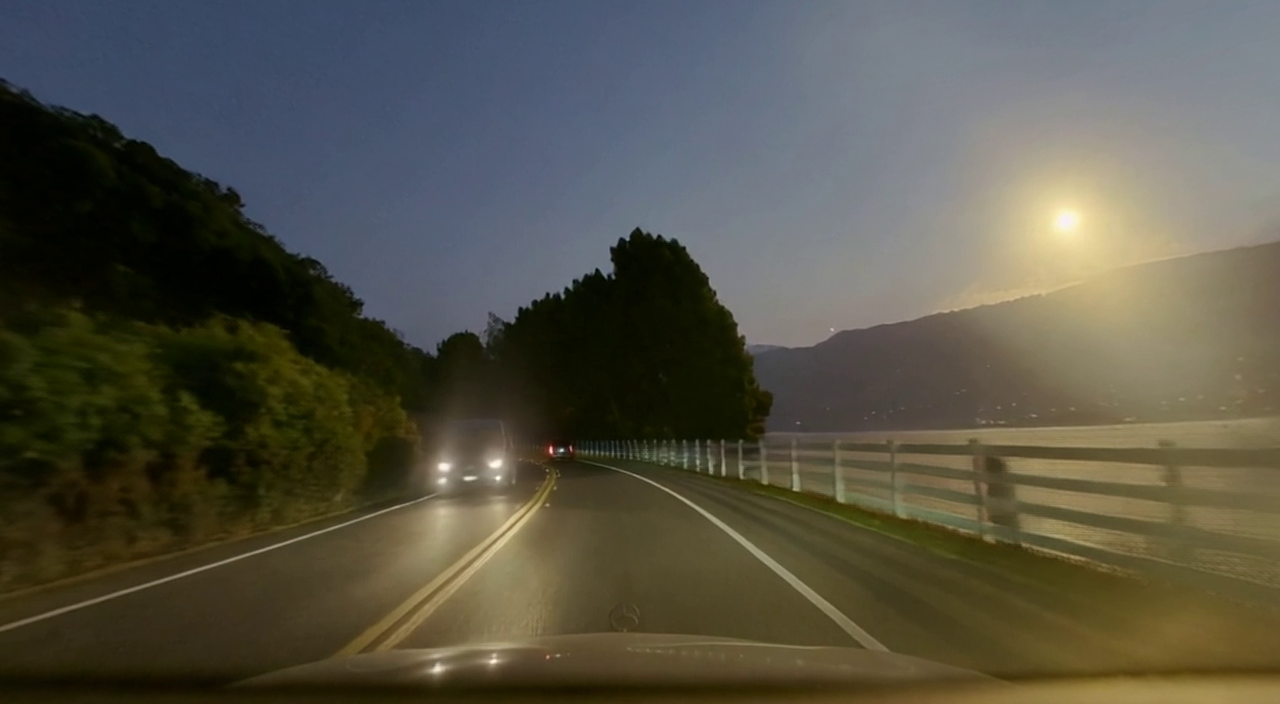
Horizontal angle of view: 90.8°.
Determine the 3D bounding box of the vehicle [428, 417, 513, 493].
[{"bbox_3d":[-6.145,3.796,23.595,2.373,2.488,5.160,1,-9,-8],"label":"vehicle"}]
